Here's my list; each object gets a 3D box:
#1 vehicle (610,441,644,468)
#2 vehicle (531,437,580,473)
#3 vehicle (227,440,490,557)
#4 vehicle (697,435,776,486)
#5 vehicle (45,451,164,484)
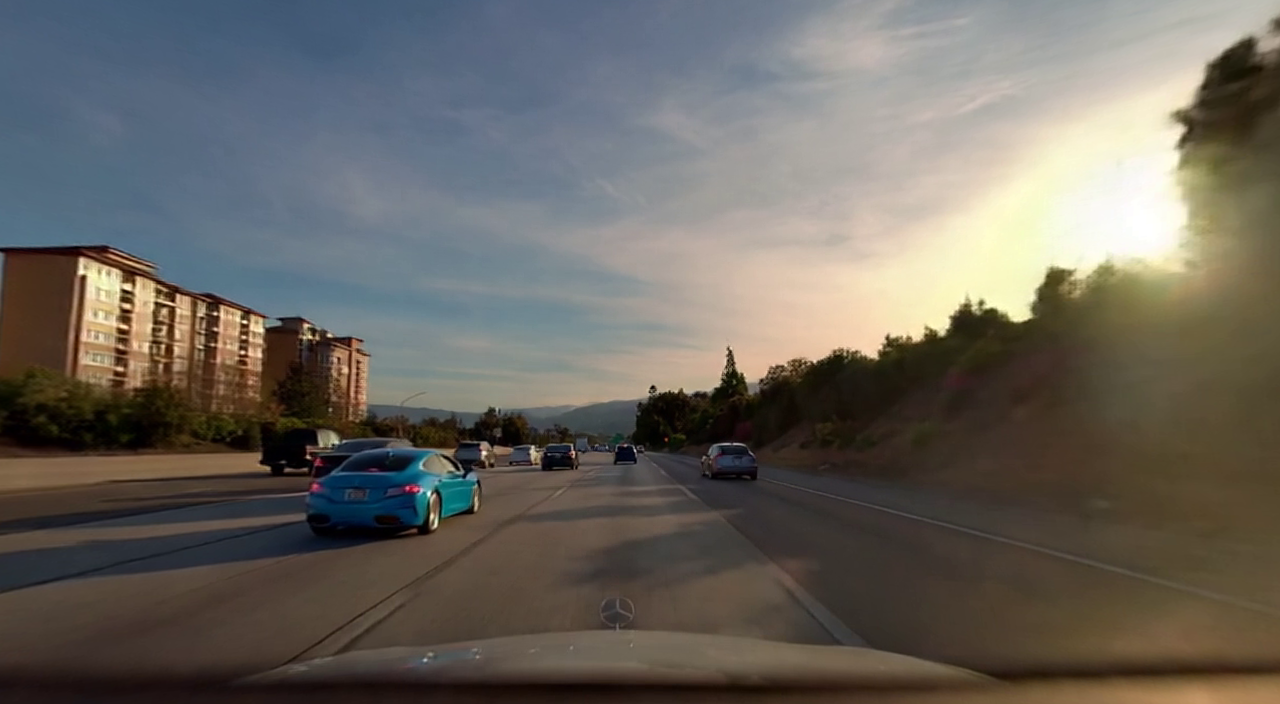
[{"bbox_3d":[-0.830,6.586,40.878,2.053,1.650,3.945,0,-8,-1],"label":"vehicle"},{"bbox_3d":[-4.390,5.425,33.437,2.044,1.774,4.329,0,-8,0],"label":"vehicle"},{"bbox_3d":[-4.002,2.138,10.059,2.124,1.426,4.444,0,-8,0],"label":"vehicle"},{"bbox_3d":[3.338,3.857,22.798,2.061,1.658,4.417,0,-8,-2],"label":"vehicle"},{"bbox_3d":[-25.996,5.587,30.916,1.816,1.457,4.598,0,-8,0],"label":"vehicle"}]
